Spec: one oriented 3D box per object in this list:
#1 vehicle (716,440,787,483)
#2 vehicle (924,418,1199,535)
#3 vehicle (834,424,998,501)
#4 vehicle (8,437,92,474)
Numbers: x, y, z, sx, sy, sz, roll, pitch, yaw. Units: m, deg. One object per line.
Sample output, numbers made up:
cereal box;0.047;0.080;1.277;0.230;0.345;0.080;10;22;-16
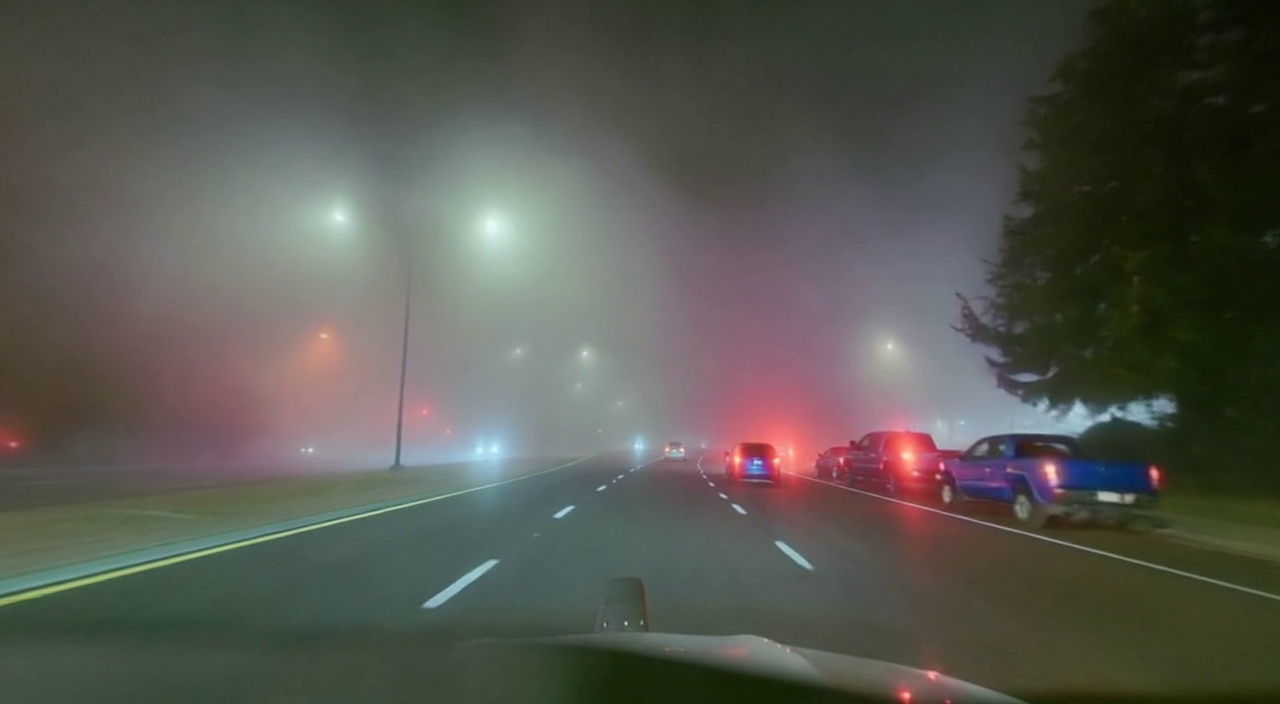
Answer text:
vehicle;4.212;4.202;24.499;1.981;1.499;4.536;0;-8;1
vehicle;7.637;2.283;12.214;2.104;1.801;4.628;0;-8;0
vehicle;8.218;3.368;19.770;2.410;1.997;6.477;0;-8;2
vehicle;-27.480;4.793;29.314;4.266;1.583;2.078;-7;-11;38
